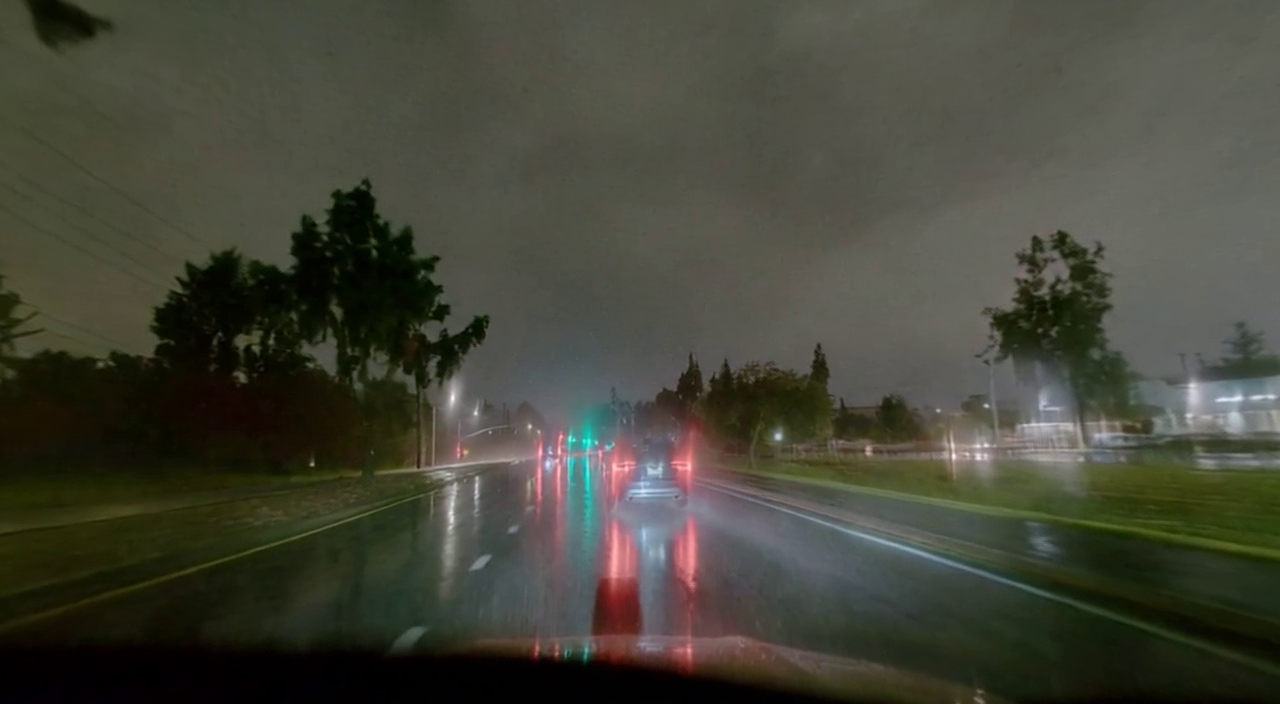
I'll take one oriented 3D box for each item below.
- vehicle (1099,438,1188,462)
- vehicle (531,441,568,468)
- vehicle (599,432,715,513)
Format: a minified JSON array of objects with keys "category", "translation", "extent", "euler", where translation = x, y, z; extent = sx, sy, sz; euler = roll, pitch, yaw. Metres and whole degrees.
[{"category":"vehicle","translation":[33.756,6.580,42.402],"extent":[1.867,1.471,4.788],"euler":[0,-9,-3]},{"category":"vehicle","translation":[-6.274,7.150,44.057],"extent":[2.189,1.776,4.342],"euler":[1,-9,-4]},{"category":"vehicle","translation":[0.194,2.809,15.220],"extent":[2.235,1.597,4.918],"euler":[1,-9,-5]}]
